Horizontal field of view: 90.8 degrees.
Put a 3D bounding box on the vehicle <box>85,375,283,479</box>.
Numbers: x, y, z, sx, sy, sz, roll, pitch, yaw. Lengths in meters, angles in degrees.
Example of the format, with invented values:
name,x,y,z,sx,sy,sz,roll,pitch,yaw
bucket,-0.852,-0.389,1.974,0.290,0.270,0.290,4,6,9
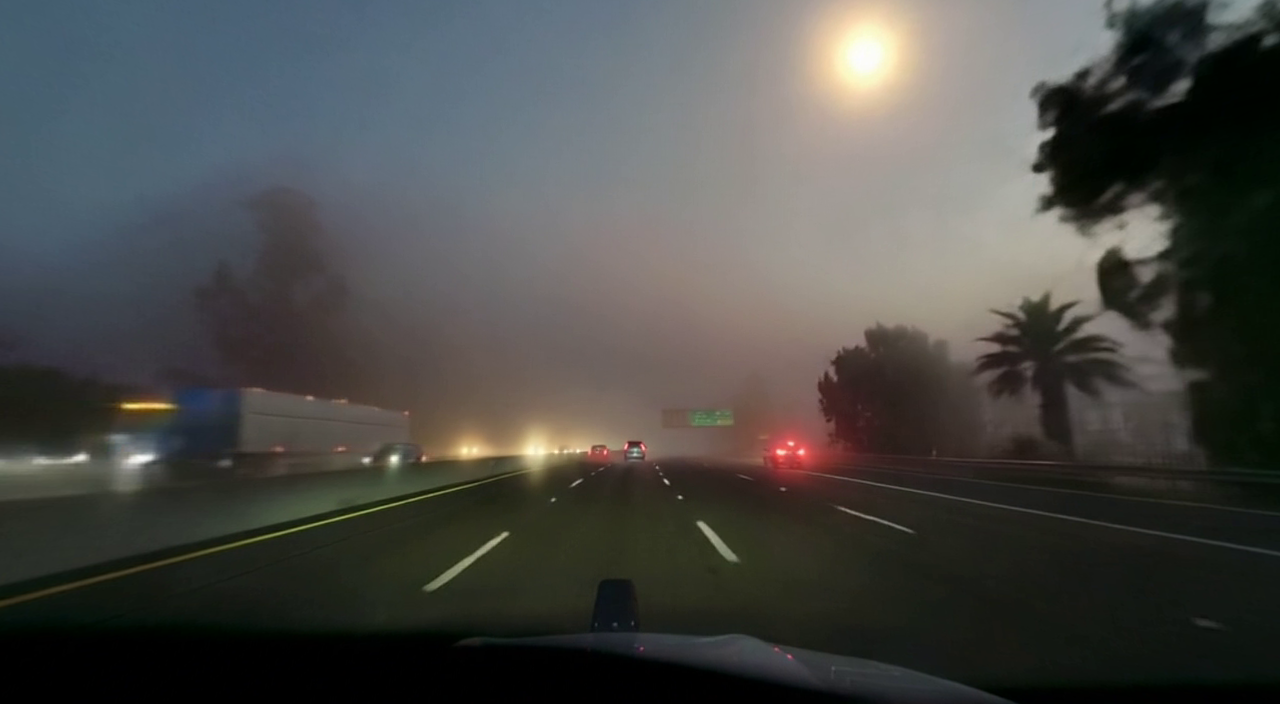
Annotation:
name,x,y,z,sx,sy,sz,roll,pitch,yaw
vehicle,-19.428,3.358,27.656,3.488,3.967,6.591,0,-8,1

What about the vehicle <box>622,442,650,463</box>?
name,x,y,z,sx,sy,sz,roll,pitch,yaw
vehicle,-0.280,7.592,47.945,1.977,1.513,3.546,0,-8,0

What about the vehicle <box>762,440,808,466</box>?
name,x,y,z,sx,sy,sz,roll,pitch,yaw
vehicle,10.085,7.023,44.250,2.130,1.703,4.572,0,-8,0

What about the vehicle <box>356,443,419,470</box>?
name,x,y,z,sx,sy,sz,roll,pitch,yaw
vehicle,-15.195,6.269,38.266,1.971,1.513,4.347,0,-8,1

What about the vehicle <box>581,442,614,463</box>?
name,x,y,z,sx,sy,sz,roll,pitch,yaw
vehicle,-3.230,7.769,48.972,2.154,1.530,4.519,0,-8,1
